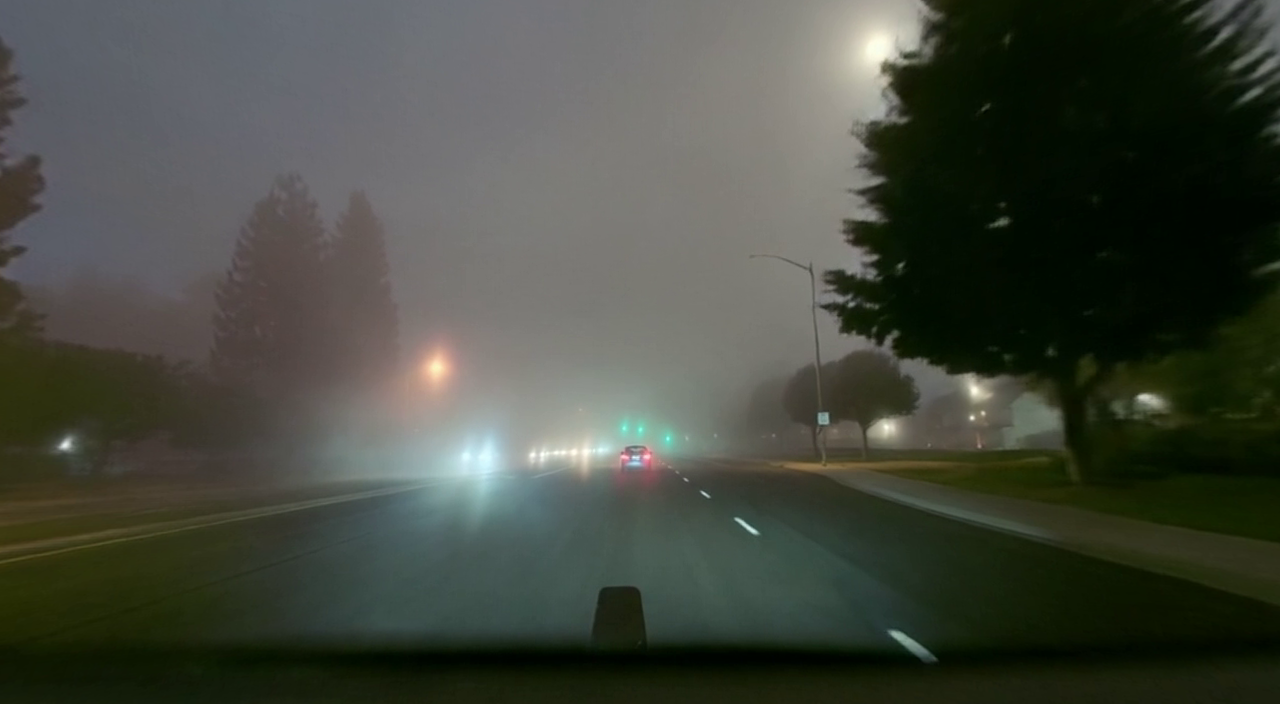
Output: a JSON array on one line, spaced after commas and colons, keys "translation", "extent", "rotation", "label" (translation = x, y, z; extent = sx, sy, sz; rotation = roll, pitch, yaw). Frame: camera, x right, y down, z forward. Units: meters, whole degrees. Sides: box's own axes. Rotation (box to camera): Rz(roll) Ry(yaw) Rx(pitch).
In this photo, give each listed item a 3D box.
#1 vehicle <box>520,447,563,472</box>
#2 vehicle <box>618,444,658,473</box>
[{"translation": [-6.232, 6.818, 40.267], "extent": [2.014, 1.472, 4.357], "rotation": [0, -9, 1], "label": "vehicle"}, {"translation": [-0.065, 5.987, 35.609], "extent": [2.106, 1.517, 4.375], "rotation": [0, -9, 1], "label": "vehicle"}]
